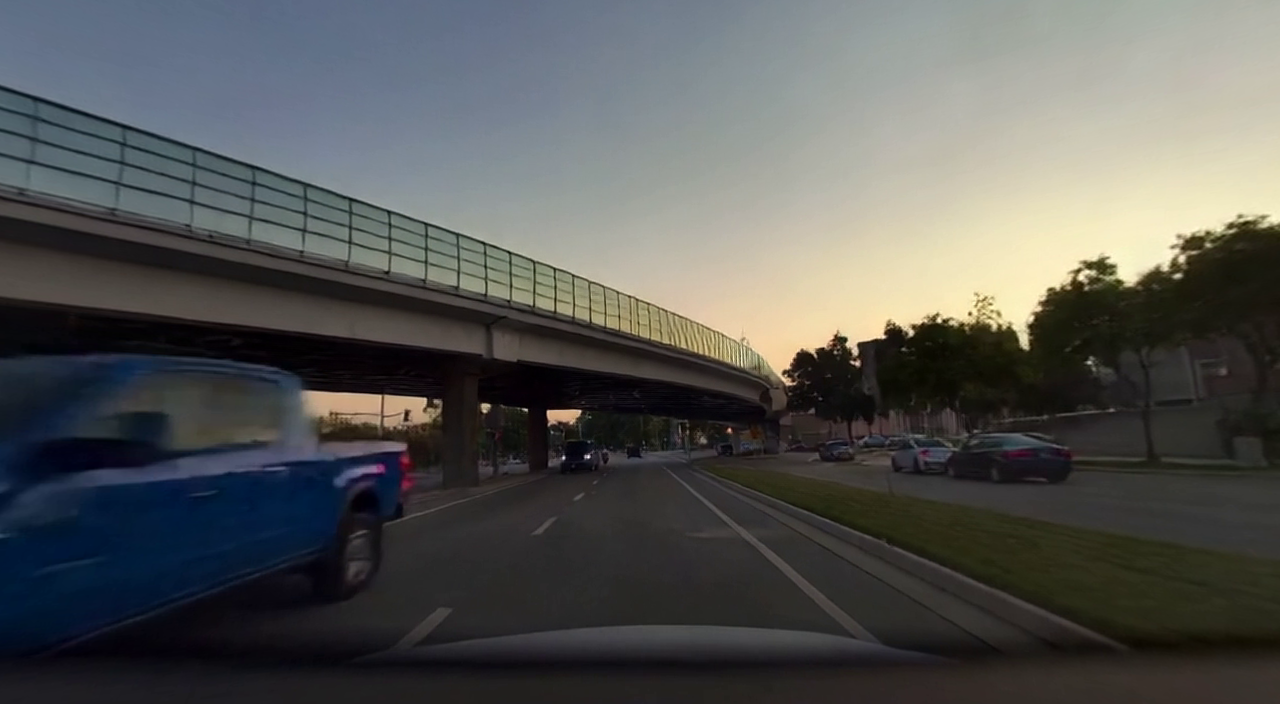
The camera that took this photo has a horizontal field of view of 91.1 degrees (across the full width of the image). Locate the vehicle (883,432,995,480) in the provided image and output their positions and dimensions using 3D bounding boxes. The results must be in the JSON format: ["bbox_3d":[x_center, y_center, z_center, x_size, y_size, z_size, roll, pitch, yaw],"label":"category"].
[{"bbox_3d":[11.685,4.085,24.949,2.189,1.510,4.458,-6,-8,0],"label":"vehicle"}]

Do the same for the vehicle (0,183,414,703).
[{"bbox_3d":[-3.798,0.736,3.039,2.967,2.369,6.635,-2,-9,0],"label":"vehicle"}]

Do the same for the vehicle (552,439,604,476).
[{"bbox_3d":[-3.746,6.484,38.983,2.468,1.993,5.840,-3,-9,1],"label":"vehicle"}]

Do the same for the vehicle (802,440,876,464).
[{"bbox_3d":[14.442,7.244,45.720,2.078,1.523,4.760,1,-7,-34],"label":"vehicle"}]

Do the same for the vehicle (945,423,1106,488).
[{"bbox_3d":[11.651,3.162,19.444,2.051,1.534,4.466,-7,-9,0],"label":"vehicle"}]
